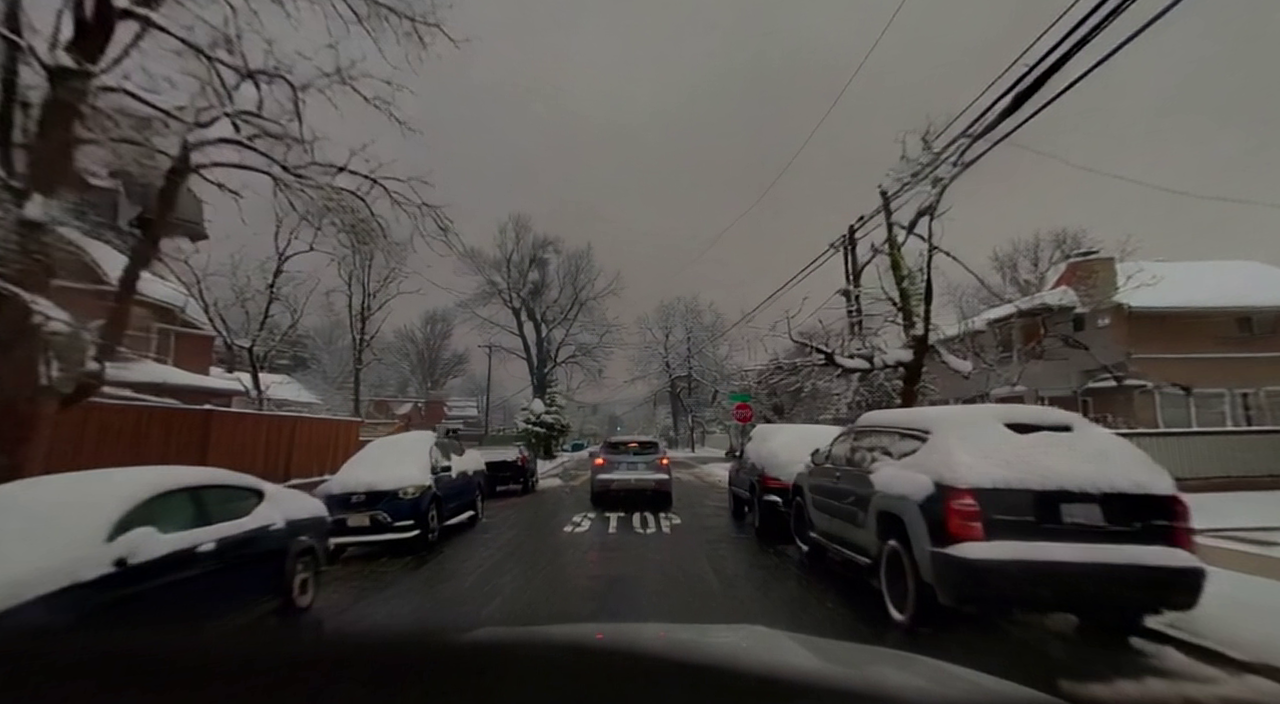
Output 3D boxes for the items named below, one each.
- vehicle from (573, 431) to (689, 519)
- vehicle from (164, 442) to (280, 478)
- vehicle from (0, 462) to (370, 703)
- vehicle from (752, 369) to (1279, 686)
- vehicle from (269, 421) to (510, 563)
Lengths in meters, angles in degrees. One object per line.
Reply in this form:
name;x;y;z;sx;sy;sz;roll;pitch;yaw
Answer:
vehicle;-0.171;2.441;12.973;2.010;1.499;4.107;0;-9;0
vehicle;-20.972;5.431;31.634;4.557;1.618;1.846;-2;-9;2
vehicle;-3.357;1.386;3.850;1.728;1.305;3.805;0;-8;0
vehicle;2.530;1.271;5.766;2.136;1.650;4.837;0;-8;0
vehicle;-3.393;1.964;9.526;1.965;1.657;4.104;0;-8;0
